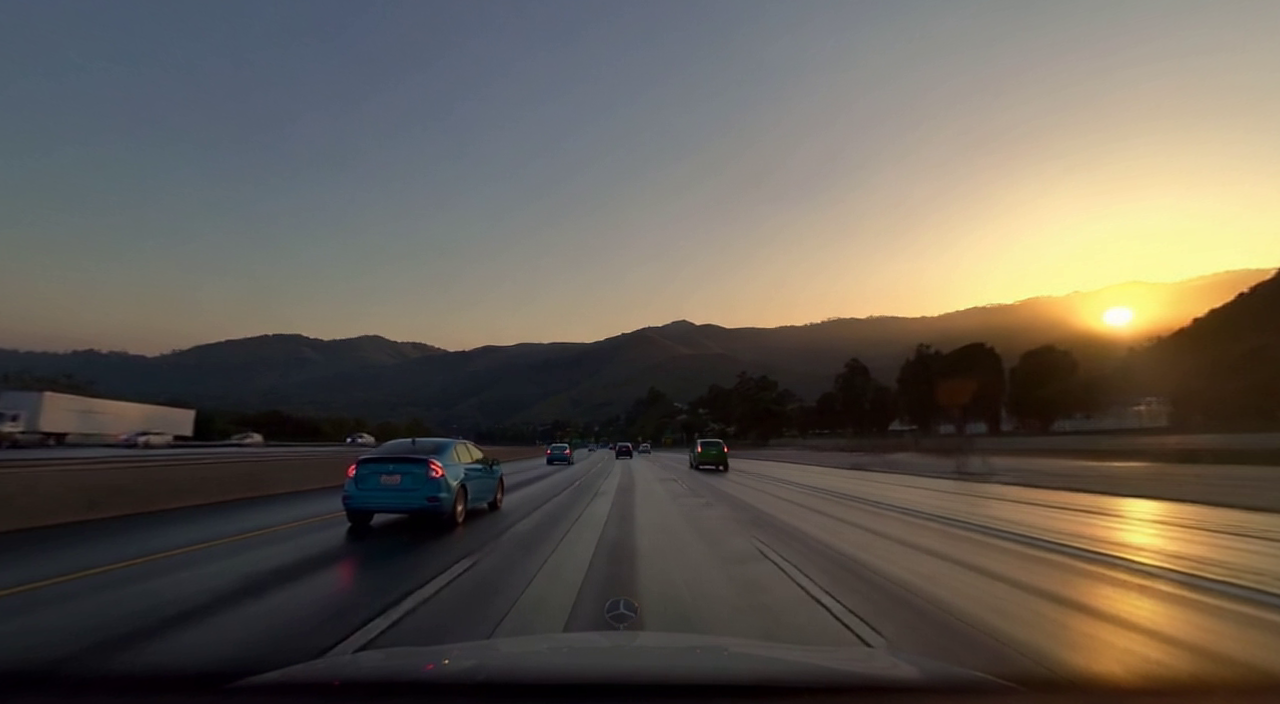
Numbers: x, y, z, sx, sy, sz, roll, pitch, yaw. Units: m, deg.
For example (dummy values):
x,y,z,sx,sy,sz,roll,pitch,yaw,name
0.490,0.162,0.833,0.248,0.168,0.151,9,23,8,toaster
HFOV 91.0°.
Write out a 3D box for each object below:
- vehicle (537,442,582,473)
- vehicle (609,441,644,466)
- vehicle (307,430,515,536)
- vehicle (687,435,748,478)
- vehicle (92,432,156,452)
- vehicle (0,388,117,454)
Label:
x,y,z,sx,sy,sz,roll,pitch,yaw,name
-4.072,5.374,32.355,1.796,1.464,3.839,0,-9,0,vehicle
-0.846,6.645,41.420,2.147,1.572,4.094,0,-9,0,vehicle
-3.714,2.200,11.206,1.993,1.500,4.248,0,-9,2,vehicle
3.505,4.820,29.337,2.222,1.820,4.733,0,-9,0,vehicle
-39.819,6.958,48.717,1.678,1.455,3.870,1,-9,-1,vehicle
-43.441,5.075,45.139,3.012,4.259,10.778,1,-8,-3,vehicle
